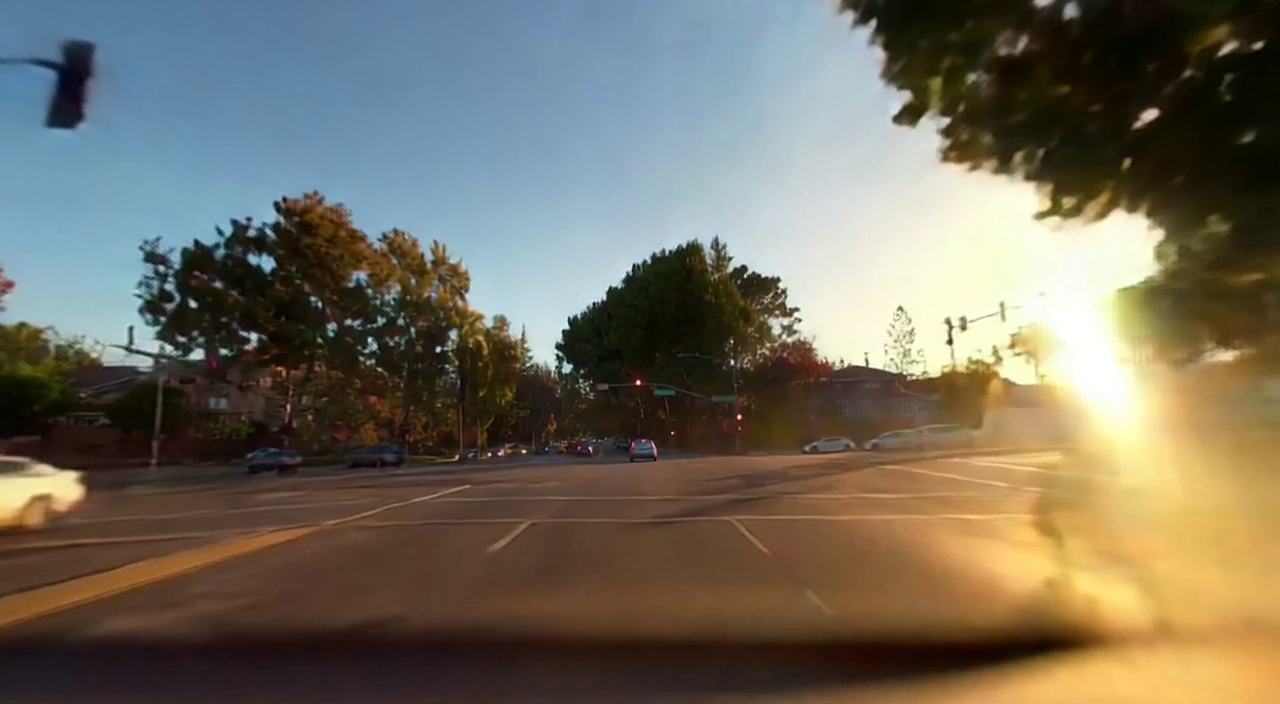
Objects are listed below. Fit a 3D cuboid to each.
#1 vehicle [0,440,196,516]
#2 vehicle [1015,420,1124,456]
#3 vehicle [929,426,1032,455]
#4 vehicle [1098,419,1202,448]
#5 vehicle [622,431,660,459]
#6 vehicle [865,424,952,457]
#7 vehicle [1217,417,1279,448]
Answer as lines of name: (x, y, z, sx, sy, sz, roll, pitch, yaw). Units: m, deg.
vehicle: (-14.972, 3.306, 17.290, 2.138, 1.761, 4.611, 0, -8, 1)
vehicle: (25.231, 5.060, 37.144, 4.897, 1.637, 1.895, -5, -8, 1)
vehicle: (18.475, 4.823, 34.352, 4.474, 1.482, 1.937, 0, -8, 1)
vehicle: (35.102, 5.622, 43.496, 5.343, 1.946, 2.031, 0, -8, 1)
vehicle: (0.070, 6.221, 42.169, 2.437, 1.737, 4.420, 0, -8, 0)
vehicle: (17.366, 5.732, 40.887, 4.554, 1.704, 2.121, -6, -7, 1)
vehicle: (34.482, 4.355, 34.001, 4.586, 1.634, 2.107, 0, -8, 1)
